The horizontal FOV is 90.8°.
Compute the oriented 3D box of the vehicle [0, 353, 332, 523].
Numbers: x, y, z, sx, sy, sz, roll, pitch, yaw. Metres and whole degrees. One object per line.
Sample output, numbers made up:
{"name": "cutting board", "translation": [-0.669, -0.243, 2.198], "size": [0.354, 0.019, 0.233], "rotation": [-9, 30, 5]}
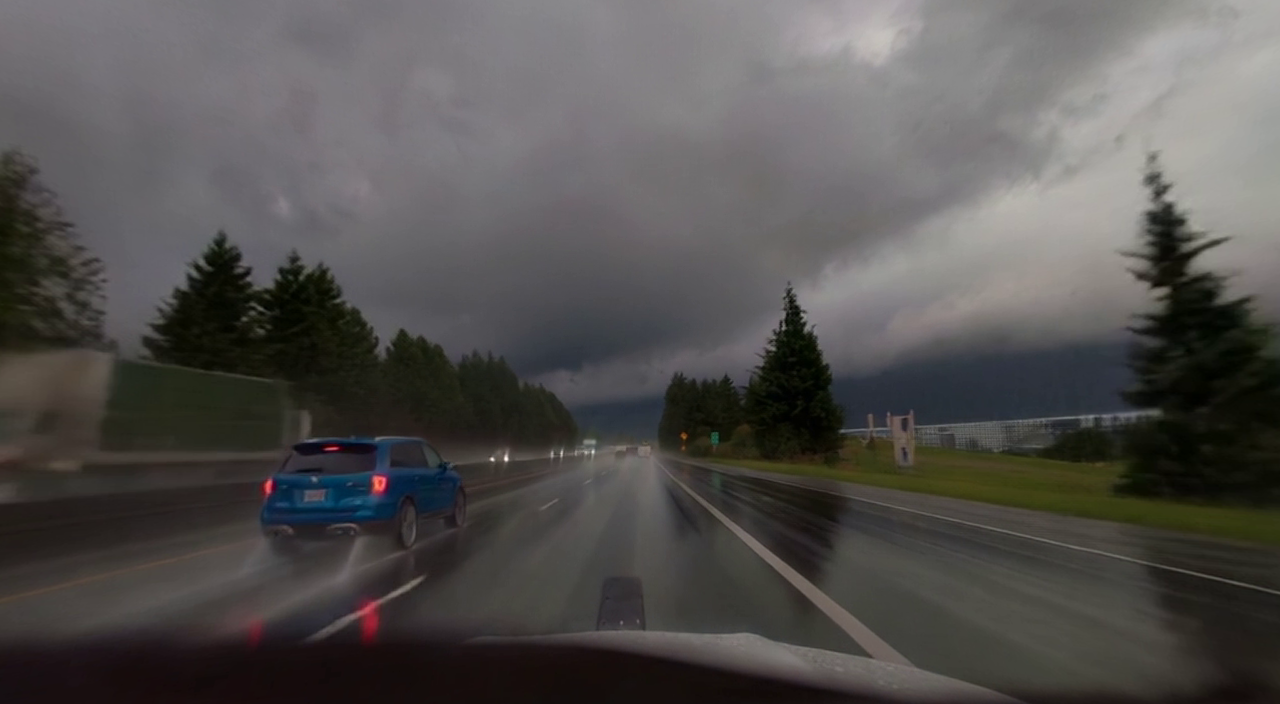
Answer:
{"name": "vehicle", "translation": [-12.900, 2.500, 17.976], "size": [2.933, 3.457, 10.136], "rotation": [0, -9, 1]}

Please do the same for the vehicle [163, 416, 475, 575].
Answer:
{"name": "vehicle", "translation": [-4.132, 1.923, 9.287], "size": [2.110, 1.727, 4.607], "rotation": [0, -9, 1]}
